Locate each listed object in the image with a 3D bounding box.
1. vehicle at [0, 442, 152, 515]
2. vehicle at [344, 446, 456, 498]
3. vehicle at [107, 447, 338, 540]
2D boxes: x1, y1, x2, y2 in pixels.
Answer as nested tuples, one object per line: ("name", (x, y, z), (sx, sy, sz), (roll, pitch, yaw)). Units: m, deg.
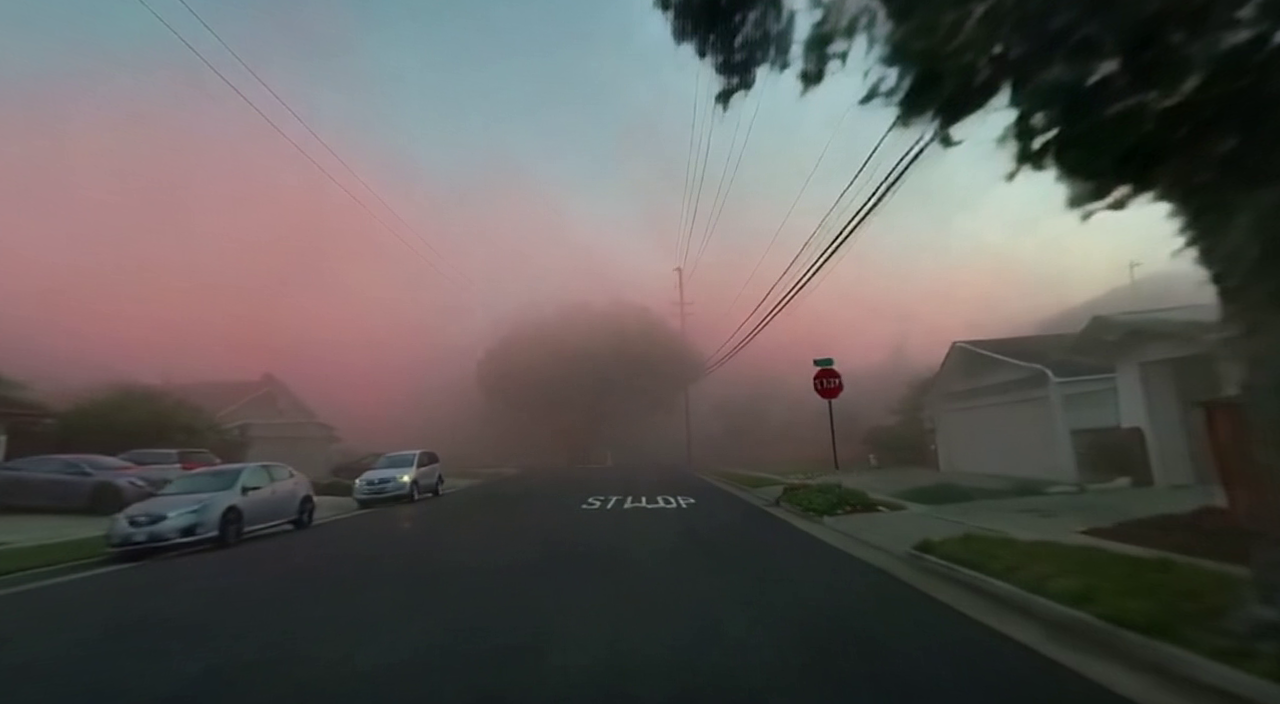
("vehicle", (-16.294, 3.350, 17.023), (4.364, 1.802, 2.122), (1, -9, -8))
("vehicle", (-8.489, 4.261, 22.812), (2.047, 1.679, 3.948), (-2, -9, 8))
("vehicle", (-8.534, 2.870, 13.467), (1.950, 1.627, 4.027), (-1, -8, 4))
